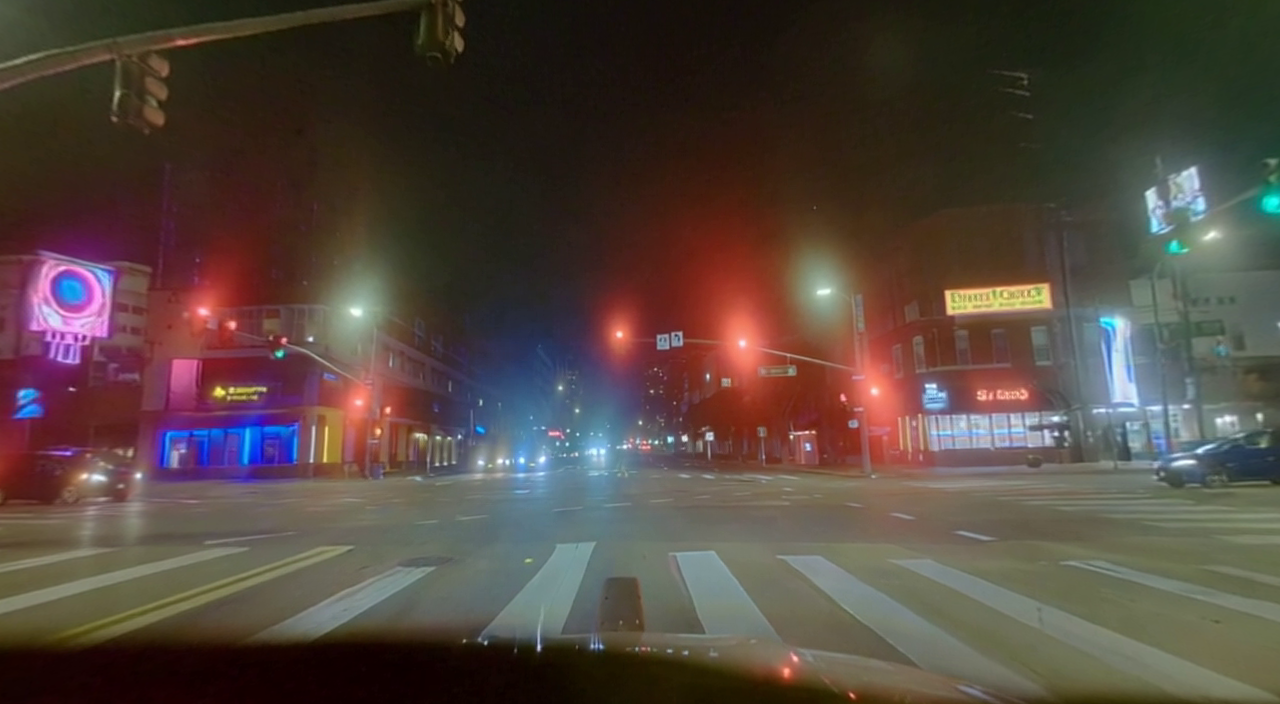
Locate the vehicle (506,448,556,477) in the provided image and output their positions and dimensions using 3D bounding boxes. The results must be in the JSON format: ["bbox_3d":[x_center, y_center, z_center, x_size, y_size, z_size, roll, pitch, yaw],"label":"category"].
[{"bbox_3d":[-6.705,6.836,39.451,2.181,1.703,4.512,-1,-9,2],"label":"vehicle"}]

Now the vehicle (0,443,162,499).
[{"bbox_3d":[-21.102,4.365,23.511,5.161,1.910,2.275,-2,-9,11],"label":"vehicle"}]

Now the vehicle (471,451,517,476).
[{"bbox_3d":[-9.771,7.476,42.544,2.106,1.505,4.228,0,-9,0],"label":"vehicle"}]

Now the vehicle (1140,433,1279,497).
[{"bbox_3d":[15.463,2.724,15.425,4.651,1.463,1.880,-2,-9,9],"label":"vehicle"}]
